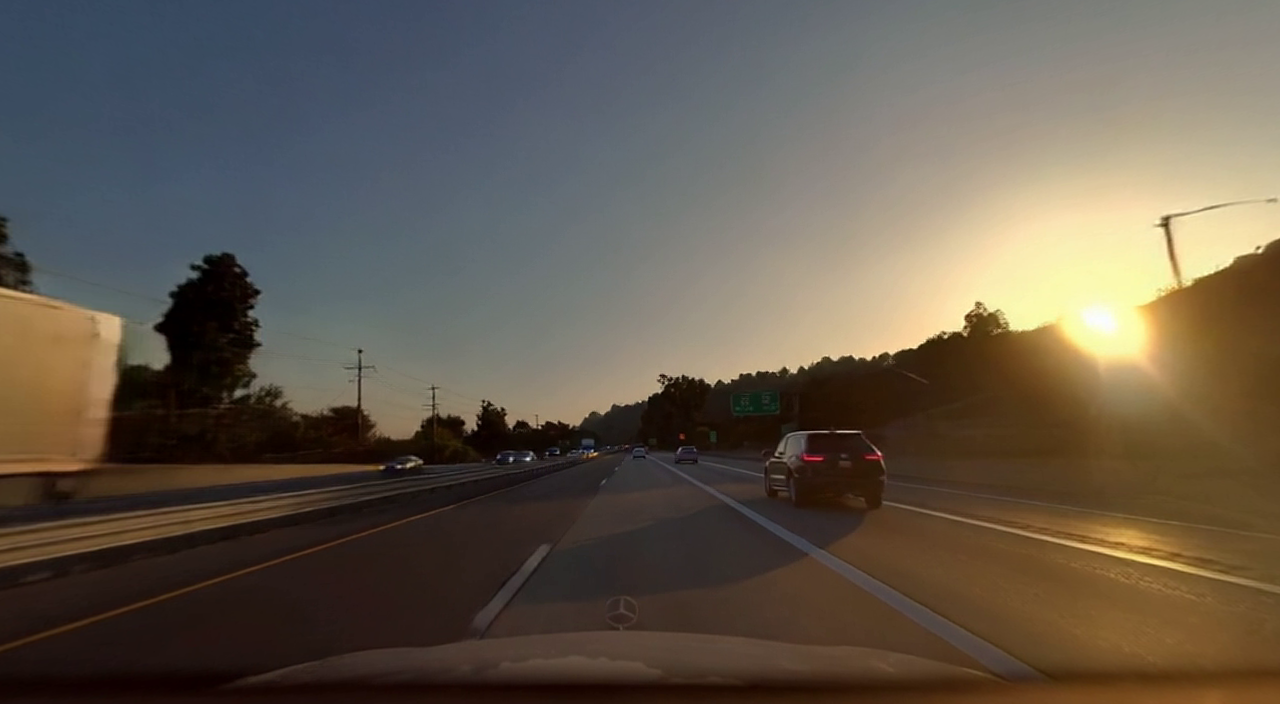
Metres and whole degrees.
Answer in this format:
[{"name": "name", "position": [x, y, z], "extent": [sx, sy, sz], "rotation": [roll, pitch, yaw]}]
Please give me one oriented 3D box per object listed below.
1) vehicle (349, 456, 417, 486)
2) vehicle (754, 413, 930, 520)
[{"name": "vehicle", "position": [-14.005, 6.503, 34.450], "extent": [1.890, 1.465, 4.346], "rotation": [0, -9, 0]}, {"name": "vehicle", "position": [4.163, 2.502, 14.093], "extent": [2.177, 1.914, 5.245], "rotation": [0, -9, 0]}]
